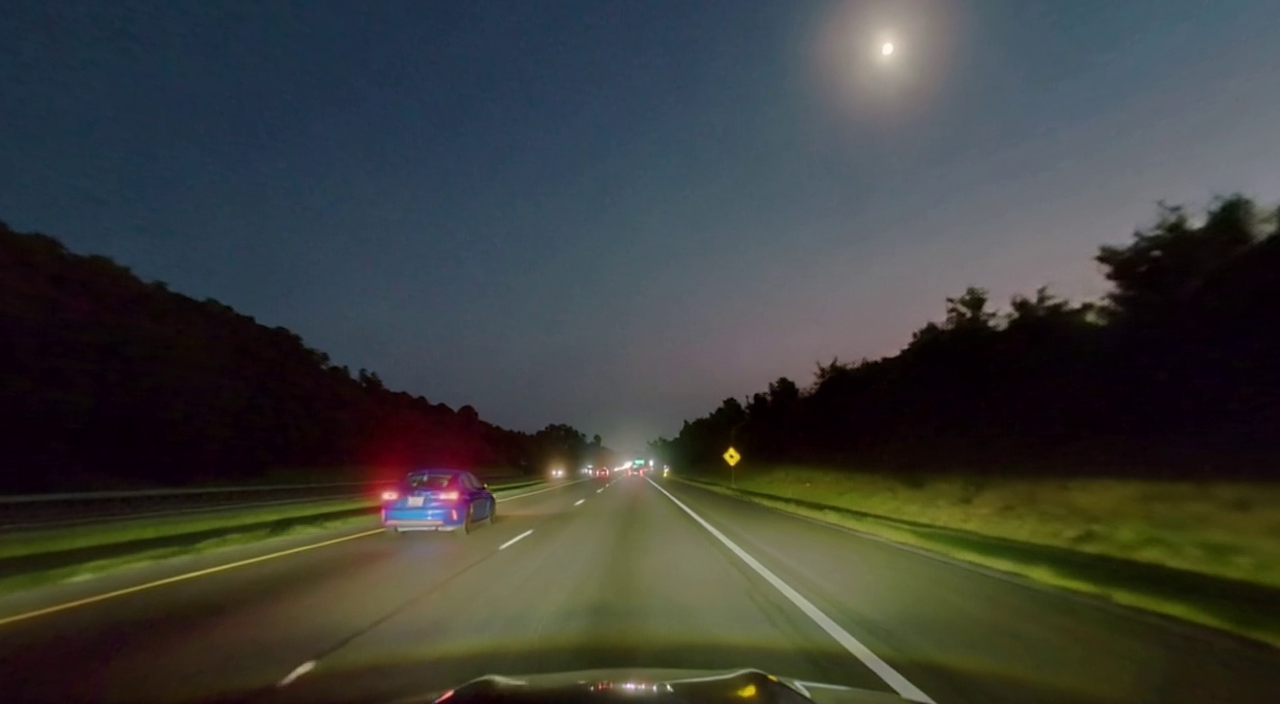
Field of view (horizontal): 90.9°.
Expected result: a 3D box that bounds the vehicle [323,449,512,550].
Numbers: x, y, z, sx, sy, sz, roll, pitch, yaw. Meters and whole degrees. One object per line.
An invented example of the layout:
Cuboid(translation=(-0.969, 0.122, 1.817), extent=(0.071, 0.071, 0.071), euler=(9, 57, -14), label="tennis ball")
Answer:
Cuboid(translation=(-3.900, 2.687, 11.921), extent=(2.017, 1.516, 4.041), euler=(1, -11, 1), label="vehicle")
